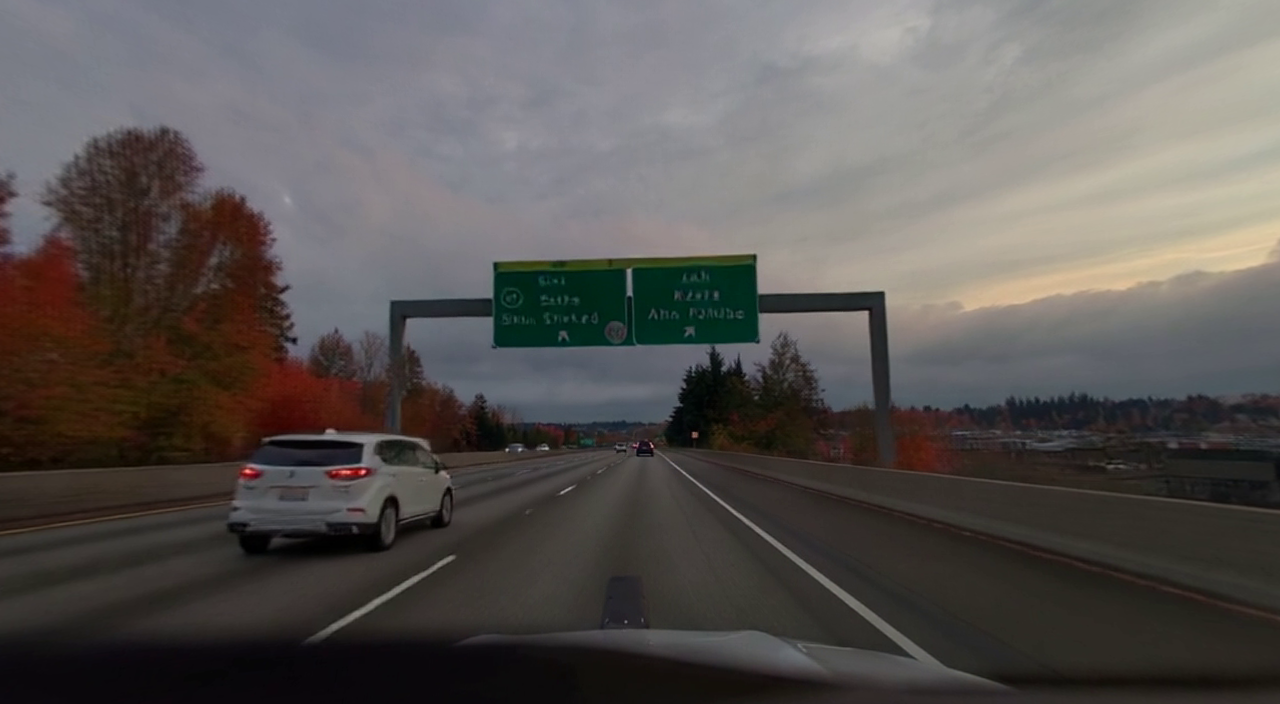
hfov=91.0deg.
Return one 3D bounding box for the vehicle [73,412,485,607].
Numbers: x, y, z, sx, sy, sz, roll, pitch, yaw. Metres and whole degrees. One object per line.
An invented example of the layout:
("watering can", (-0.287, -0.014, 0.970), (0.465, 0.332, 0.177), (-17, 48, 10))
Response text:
("vehicle", (-3.555, 1.633, 7.605), (2.061, 1.572, 4.814), (0, -8, 1))
